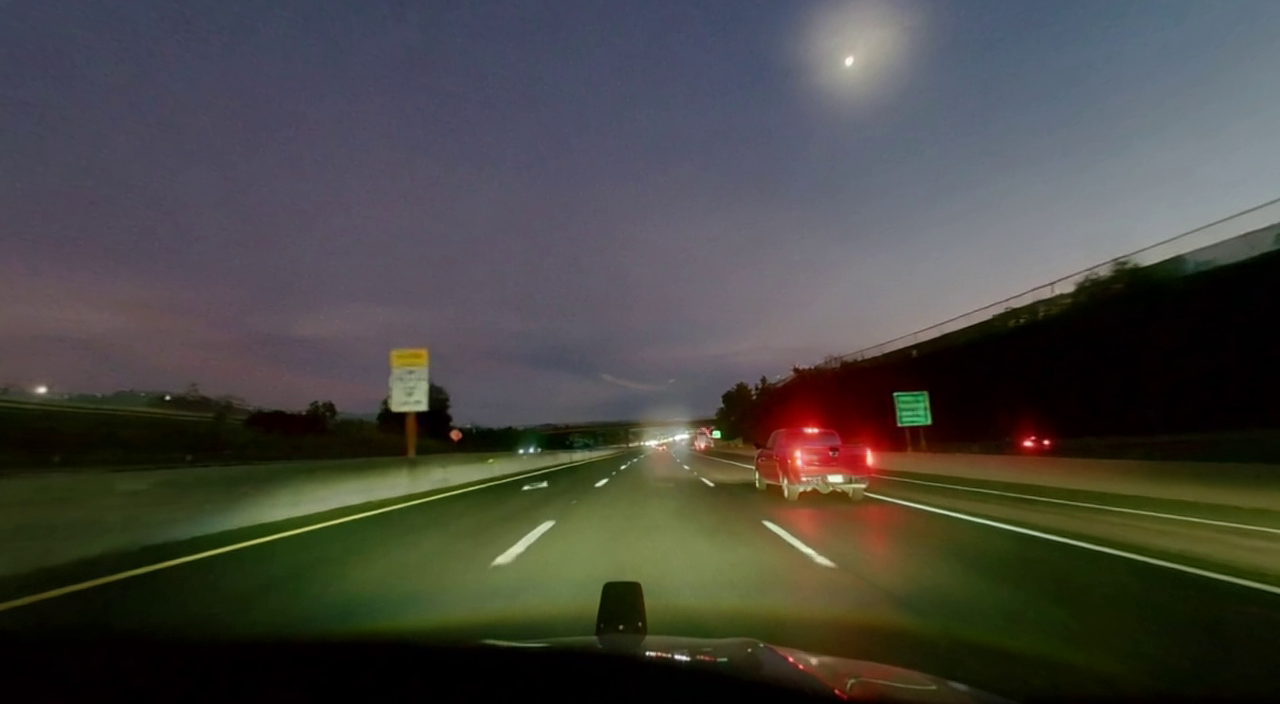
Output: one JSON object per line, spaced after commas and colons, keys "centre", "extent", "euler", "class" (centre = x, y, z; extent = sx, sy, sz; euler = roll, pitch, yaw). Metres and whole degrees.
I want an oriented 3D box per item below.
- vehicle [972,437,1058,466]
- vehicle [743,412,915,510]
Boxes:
{"centre": [22.000, 5.842, 37.237], "extent": [1.911, 1.577, 4.477], "euler": [1, -9, -8], "class": "vehicle"}
{"centre": [4.380, 2.675, 15.932], "extent": [2.505, 2.020, 5.532], "euler": [0, -8, -1], "class": "vehicle"}
